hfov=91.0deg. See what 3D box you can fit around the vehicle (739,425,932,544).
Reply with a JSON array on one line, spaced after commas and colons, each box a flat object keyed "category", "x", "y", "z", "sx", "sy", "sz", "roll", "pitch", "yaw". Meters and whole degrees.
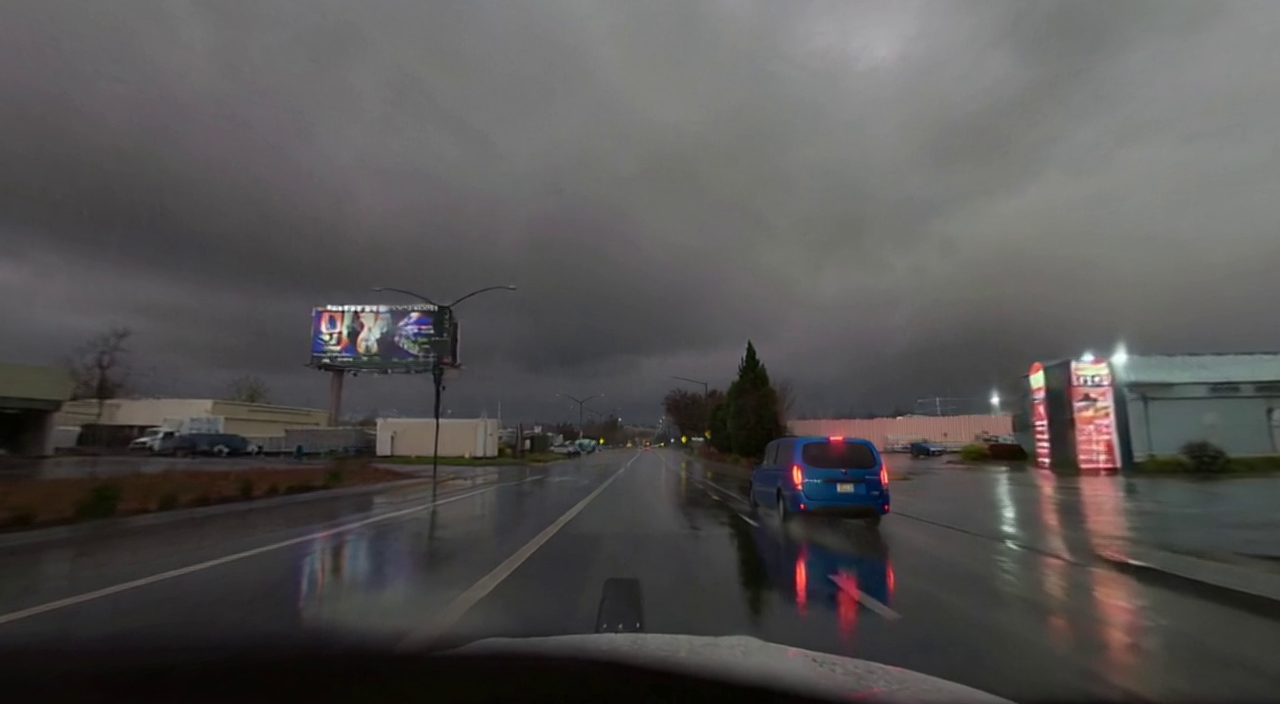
[{"category": "vehicle", "x": 3.435, "y": 2.441, "z": 12.313, "sx": 2.202, "sy": 1.822, "sz": 4.826, "roll": 0, "pitch": -9, "yaw": 0}]
